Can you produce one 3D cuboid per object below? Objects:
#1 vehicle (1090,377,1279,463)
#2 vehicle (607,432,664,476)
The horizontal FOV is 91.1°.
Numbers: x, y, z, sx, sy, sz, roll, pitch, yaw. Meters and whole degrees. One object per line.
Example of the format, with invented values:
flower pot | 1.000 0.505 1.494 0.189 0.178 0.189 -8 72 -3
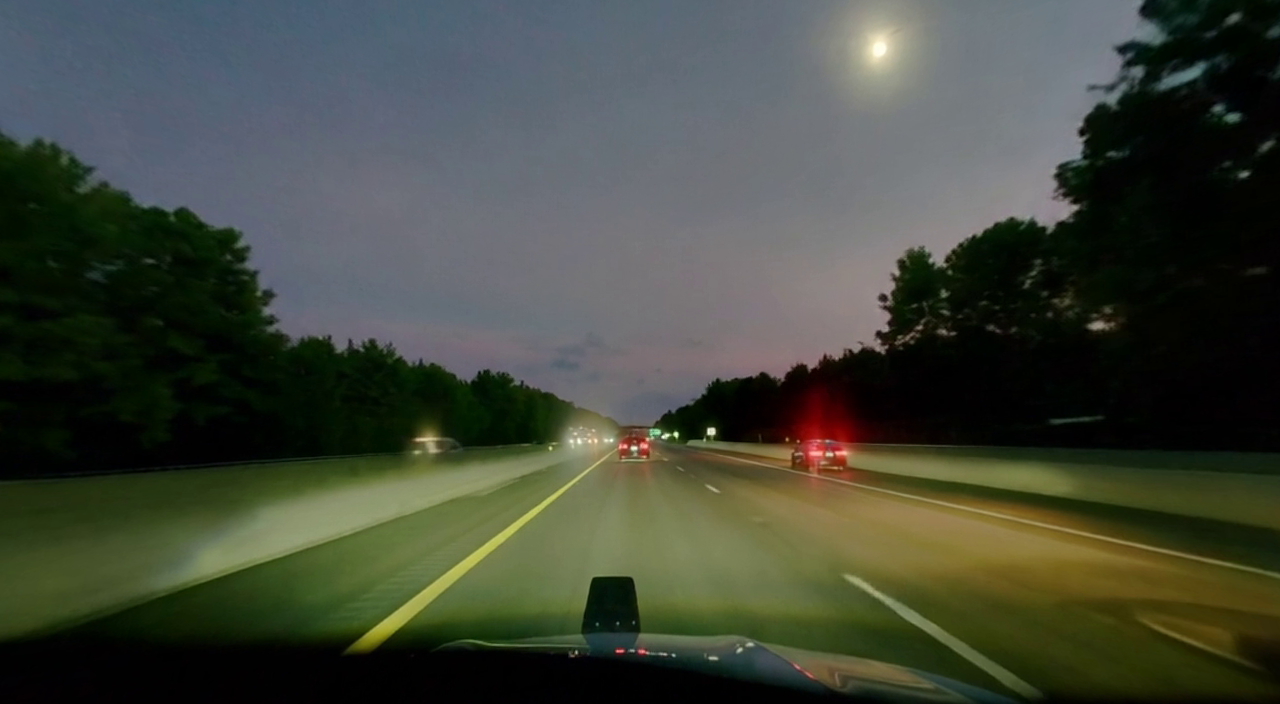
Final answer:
vehicle | 31.547 3.690 33.410 2.988 4.062 14.442 0 -8 -8
vehicle | -0.181 3.698 23.167 1.897 1.479 3.724 0 -8 -1
